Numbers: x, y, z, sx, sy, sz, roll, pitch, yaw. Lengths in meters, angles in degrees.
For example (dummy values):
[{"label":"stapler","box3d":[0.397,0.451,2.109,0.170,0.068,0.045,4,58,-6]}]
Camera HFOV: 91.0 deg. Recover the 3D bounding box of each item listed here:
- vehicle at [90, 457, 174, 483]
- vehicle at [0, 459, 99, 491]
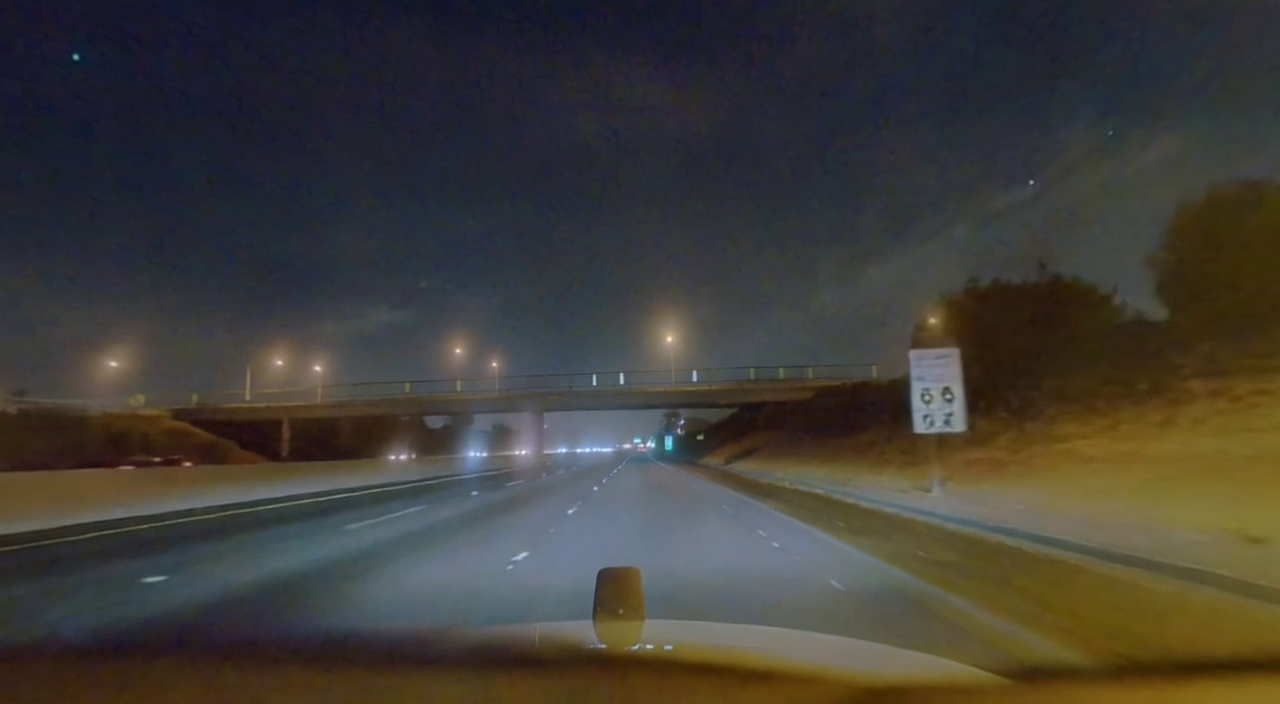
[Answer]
[{"label":"vehicle","box3d":[-35.728,8.271,44.465,1.948,1.676,4.660,0,-9,0]},{"label":"vehicle","box3d":[-31.727,6.492,33.518,1.815,1.486,4.395,0,-9,1]}]
